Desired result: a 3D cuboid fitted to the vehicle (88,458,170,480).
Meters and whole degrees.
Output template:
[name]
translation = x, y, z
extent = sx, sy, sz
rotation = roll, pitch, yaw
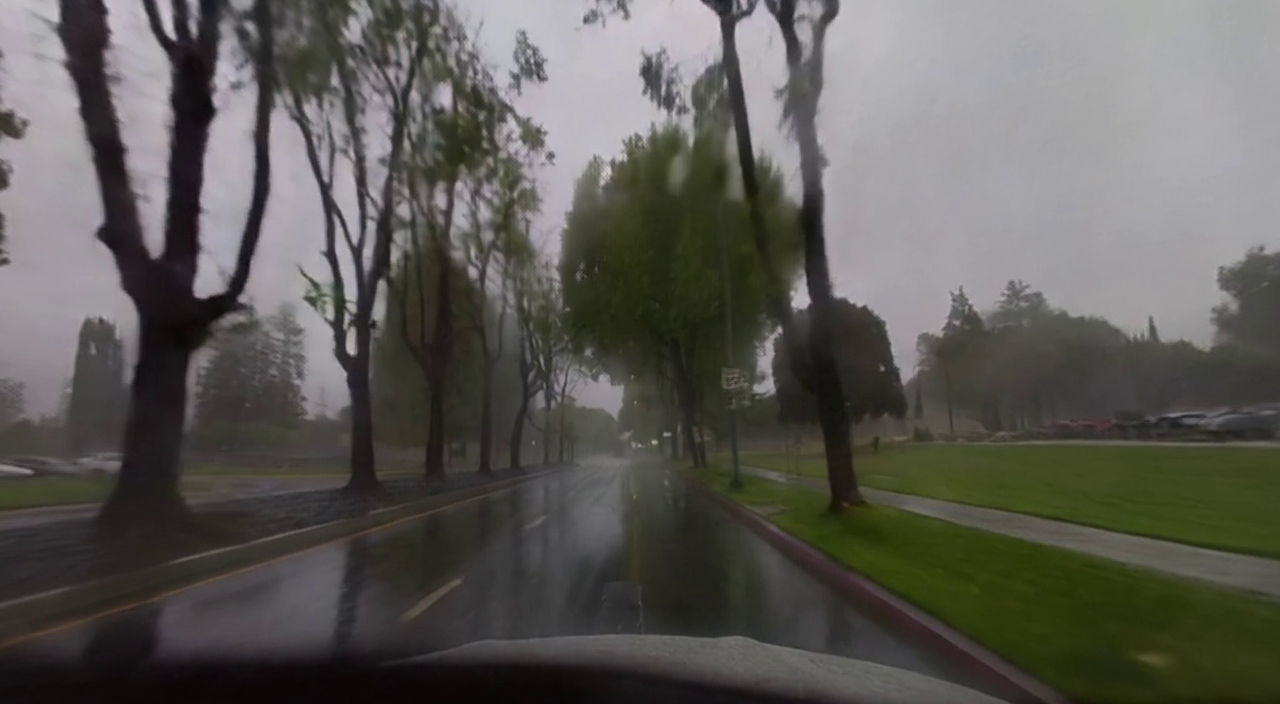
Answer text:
[vehicle]
translation = -36.450, 8.364, 45.236
extent = 4.213, 1.431, 1.812
rotation = 0, -8, -1
